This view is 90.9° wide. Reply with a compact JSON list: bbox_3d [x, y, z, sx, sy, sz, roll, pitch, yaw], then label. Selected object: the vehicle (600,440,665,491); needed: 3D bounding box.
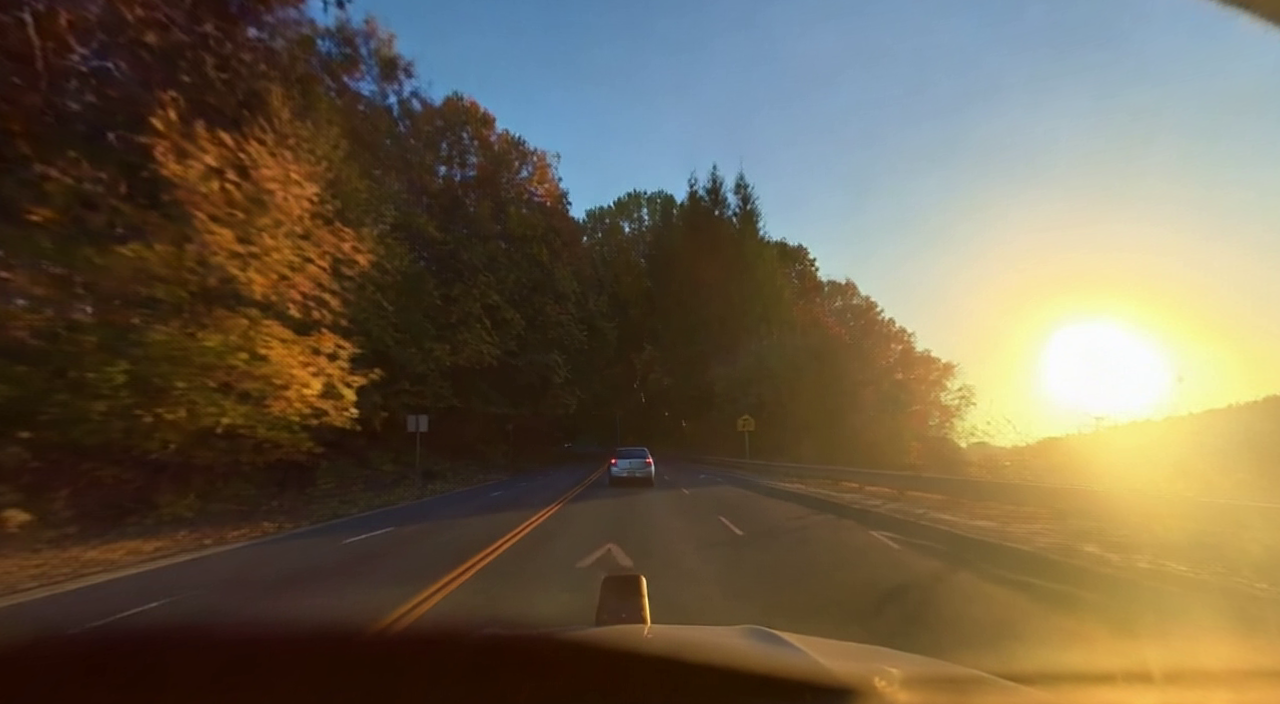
[{"bbox_3d":[-0.284,3.896,21.846,2.037,1.601,3.643,0,-9,-1],"label":"vehicle"}]
